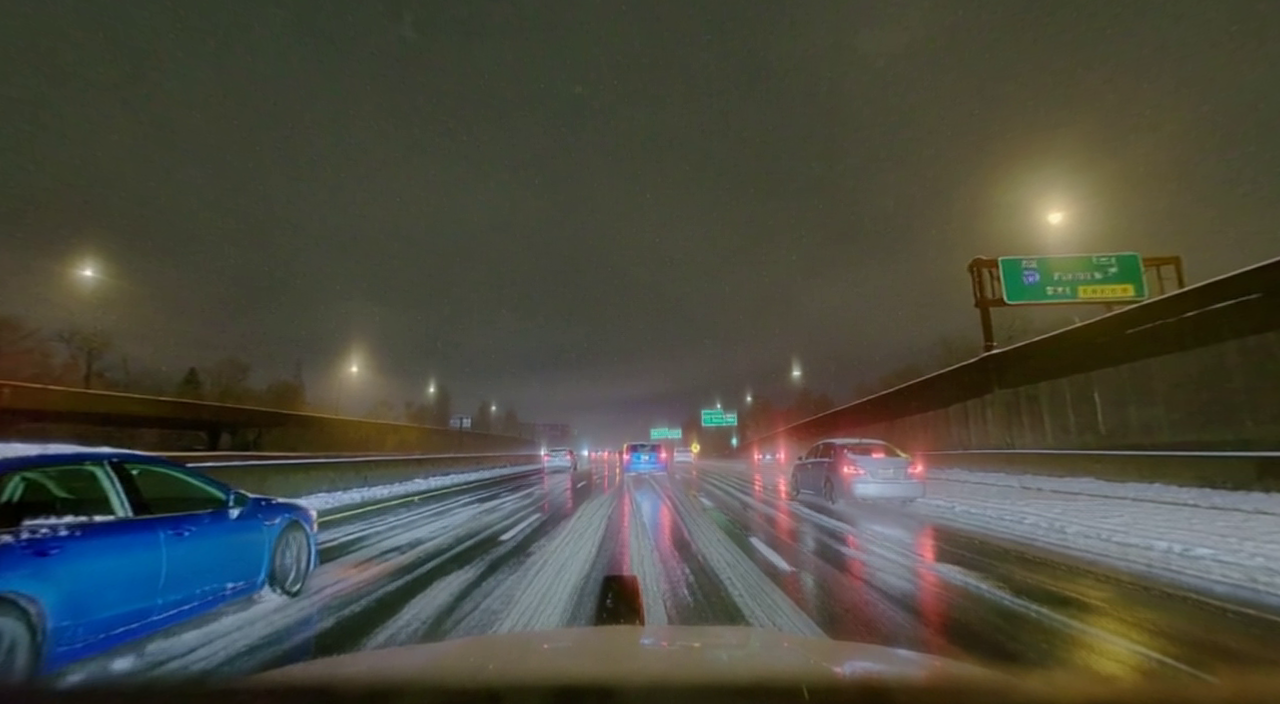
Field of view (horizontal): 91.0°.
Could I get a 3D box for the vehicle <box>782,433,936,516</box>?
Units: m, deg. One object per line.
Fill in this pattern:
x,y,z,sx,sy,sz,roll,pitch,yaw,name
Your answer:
4.957,2.822,15.036,2.055,1.656,4.370,0,-9,-1,vehicle

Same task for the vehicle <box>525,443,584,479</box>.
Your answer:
-3.807,4.930,28.755,2.031,1.491,4.145,0,-9,1,vehicle

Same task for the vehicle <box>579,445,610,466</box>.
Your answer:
-3.403,7.897,48.089,1.969,1.480,4.077,0,-9,1,vehicle

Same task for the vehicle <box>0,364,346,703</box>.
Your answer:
-3.913,1.013,3.712,2.160,1.639,4.431,0,-9,1,vehicle

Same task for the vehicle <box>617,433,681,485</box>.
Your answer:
0.320,3.988,23.660,2.202,1.748,4.158,0,-8,0,vehicle
